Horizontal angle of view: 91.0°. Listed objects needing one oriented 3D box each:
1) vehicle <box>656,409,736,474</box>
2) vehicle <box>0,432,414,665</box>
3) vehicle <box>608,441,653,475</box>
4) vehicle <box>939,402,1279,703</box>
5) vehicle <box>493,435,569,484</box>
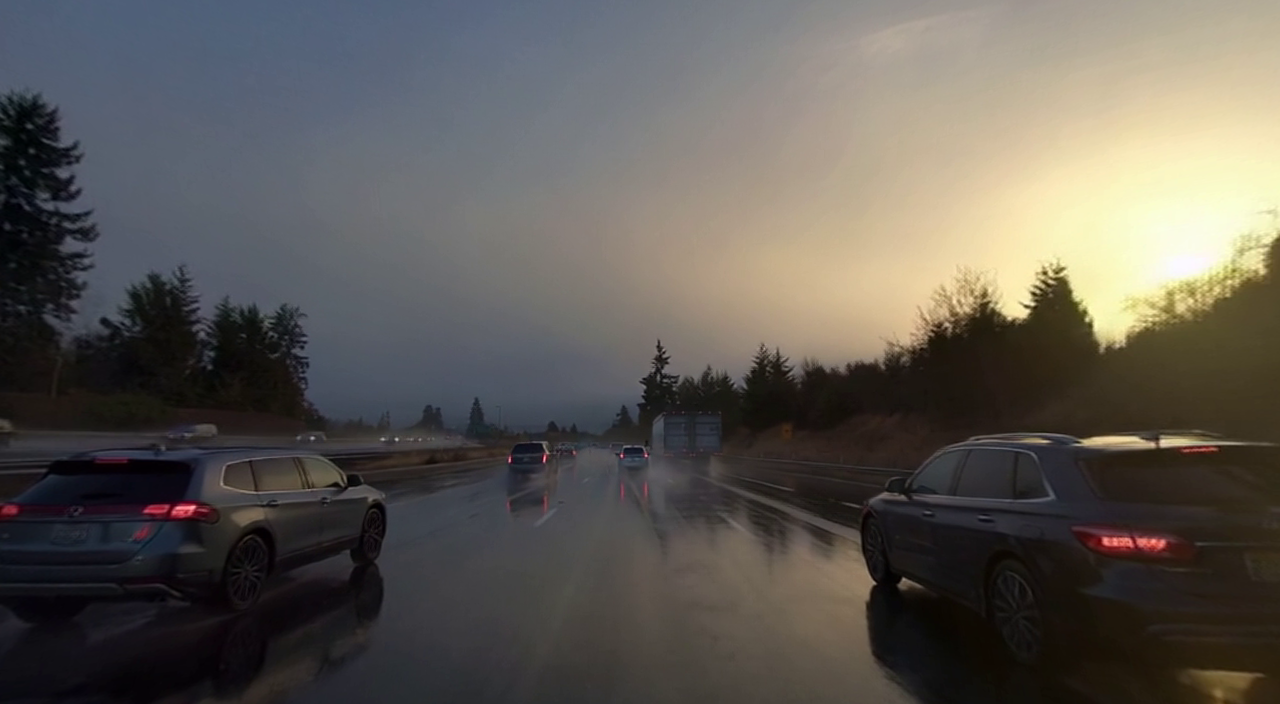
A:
[{"bbox_3d":[3.055,5.541,38.623,3.426,3.279,12.313,0,-9,-2],"label":"vehicle"},{"bbox_3d":[-4.019,1.551,6.139,1.947,1.424,4.264,0,-9,2],"label":"vehicle"},{"bbox_3d":[-0.510,5.639,33.843,2.235,1.682,4.094,0,-9,-1],"label":"vehicle"},{"bbox_3d":[3.150,0.957,2.248,2.031,1.504,4.327,0,-9,0],"label":"vehicle"},{"bbox_3d":[-4.305,4.334,25.750,2.176,1.783,4.799,0,-9,1],"label":"vehicle"}]
